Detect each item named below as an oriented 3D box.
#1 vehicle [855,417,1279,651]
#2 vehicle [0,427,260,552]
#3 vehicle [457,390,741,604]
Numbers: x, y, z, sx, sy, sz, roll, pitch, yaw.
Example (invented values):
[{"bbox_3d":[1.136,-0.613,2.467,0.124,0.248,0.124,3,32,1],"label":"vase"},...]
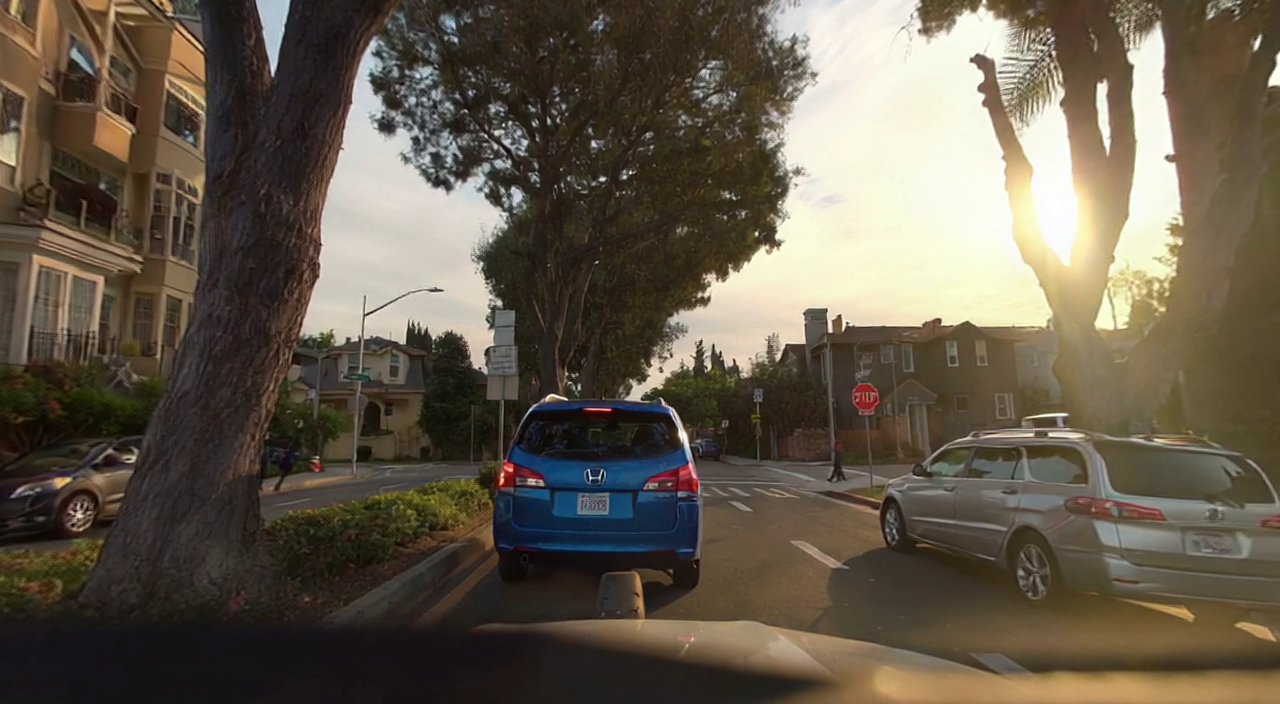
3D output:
[{"bbox_3d":[4.219,1.679,6.906,1.959,1.581,4.731,4,-9,-2],"label":"vehicle"},{"bbox_3d":[-8.291,2.019,10.054,1.825,1.532,4.083,-3,-7,2],"label":"vehicle"},{"bbox_3d":[-0.371,1.569,7.704,2.377,1.787,4.652,0,-8,-1],"label":"vehicle"}]
